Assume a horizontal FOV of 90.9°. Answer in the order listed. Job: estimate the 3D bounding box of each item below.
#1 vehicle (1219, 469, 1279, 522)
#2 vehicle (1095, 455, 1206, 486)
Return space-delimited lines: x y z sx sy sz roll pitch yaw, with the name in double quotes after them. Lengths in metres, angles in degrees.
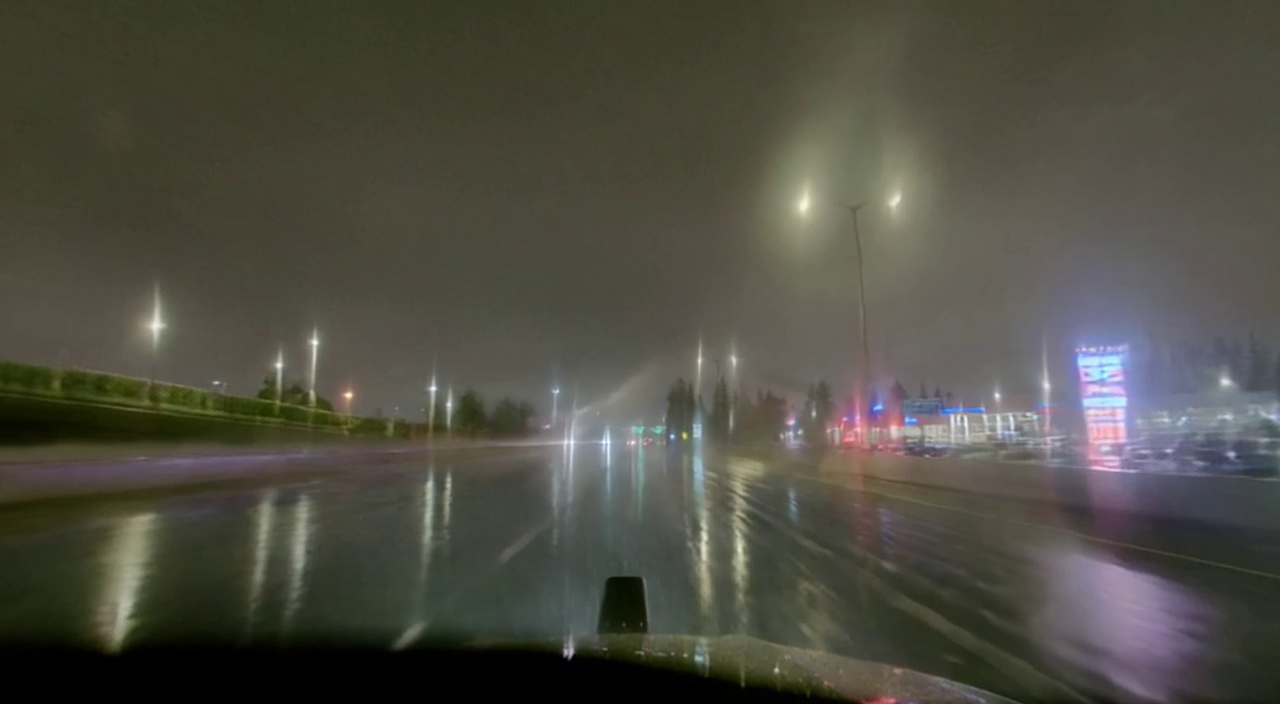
20.295 4.635 20.602 3.461 1.436 1.736 8 -12 -44 "vehicle"
30.279 7.022 37.528 4.607 1.749 2.090 -1 -9 2 "vehicle"
